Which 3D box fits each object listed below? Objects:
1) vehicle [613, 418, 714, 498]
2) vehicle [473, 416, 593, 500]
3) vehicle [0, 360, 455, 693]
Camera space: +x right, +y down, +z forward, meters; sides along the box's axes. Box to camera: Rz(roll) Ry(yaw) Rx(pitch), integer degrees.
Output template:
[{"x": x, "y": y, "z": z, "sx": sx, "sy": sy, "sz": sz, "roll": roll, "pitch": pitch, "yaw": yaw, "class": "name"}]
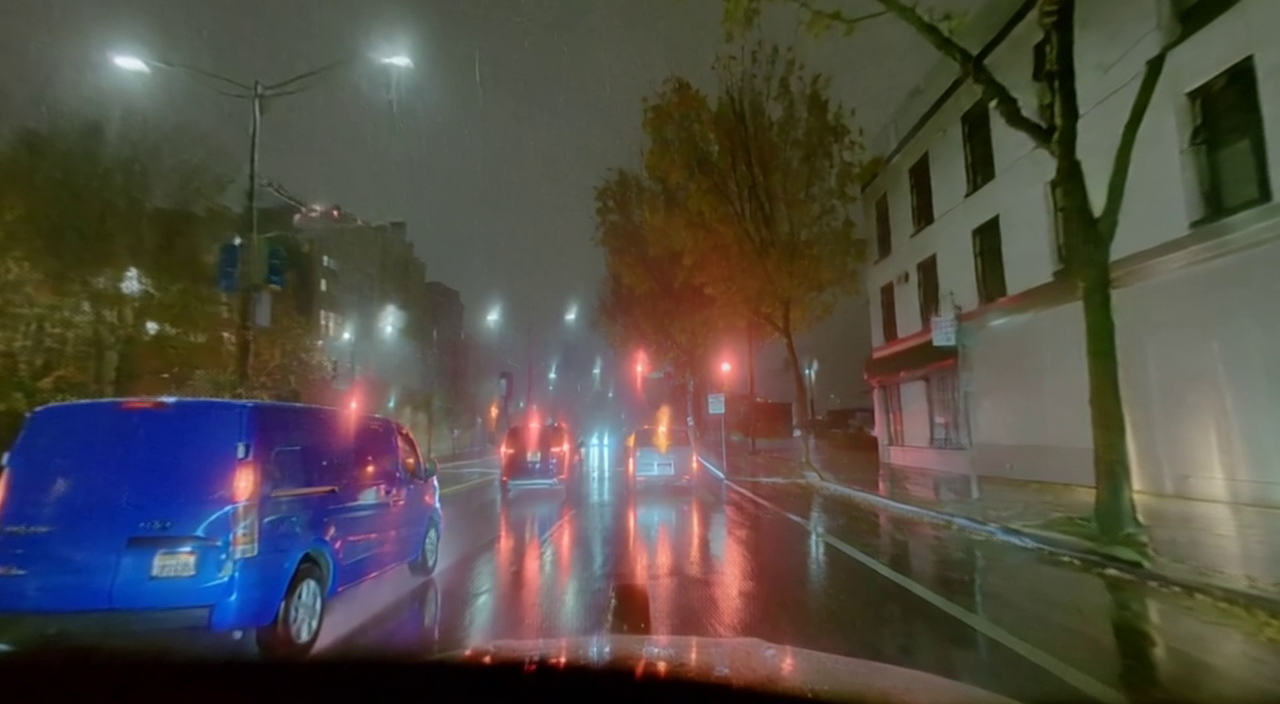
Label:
[{"x": 0.555, "y": 2.622, "z": 15.890, "sx": 2.205, "sy": 1.727, "sz": 3.917, "roll": 0, "pitch": -8, "yaw": 1, "class": "vehicle"}, {"x": -2.487, "y": 2.613, "z": 15.909, "sx": 2.124, "sy": 1.799, "sz": 4.587, "roll": 0, "pitch": -8, "yaw": 1, "class": "vehicle"}, {"x": -3.090, "y": 1.170, "z": 5.250, "sx": 1.940, "sy": 1.722, "sz": 3.823, "roll": 0, "pitch": -8, "yaw": 0, "class": "vehicle"}]
